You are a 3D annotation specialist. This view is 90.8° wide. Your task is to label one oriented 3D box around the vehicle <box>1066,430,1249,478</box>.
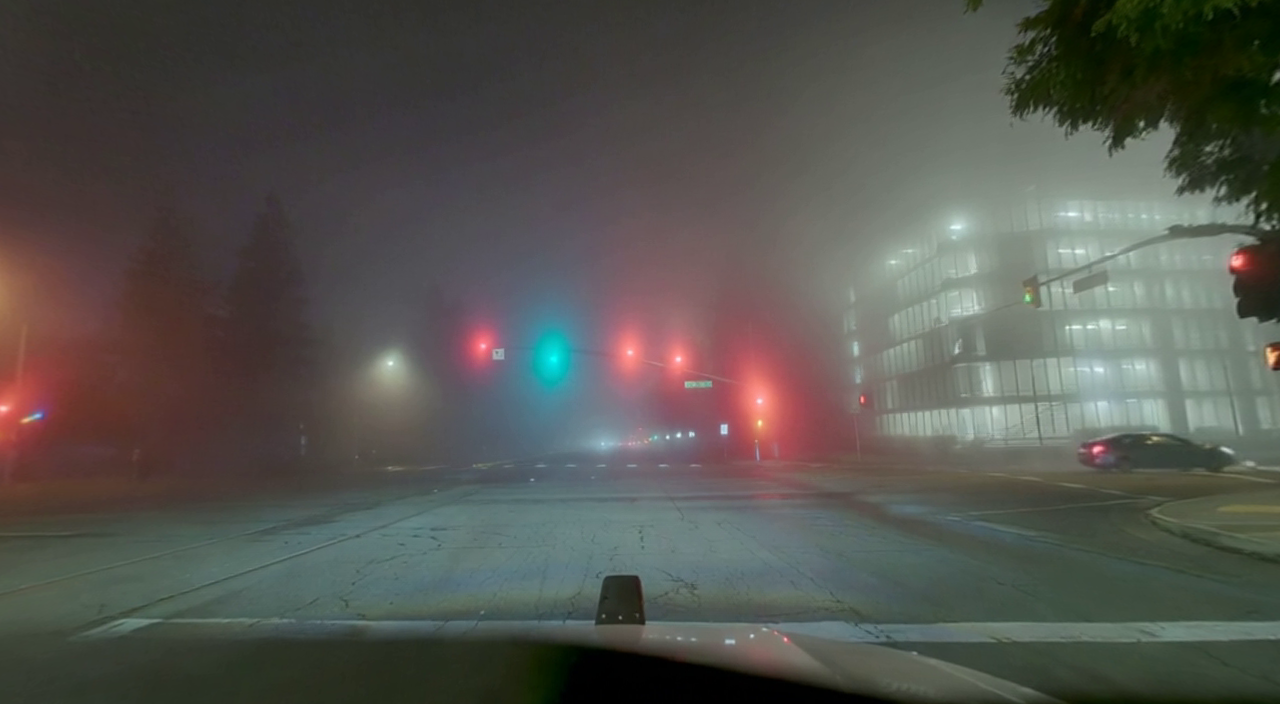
[{"bbox_3d":[20.760,4.100,25.570,5.357,1.814,2.141,-1,-8,3],"label":"vehicle"}]
